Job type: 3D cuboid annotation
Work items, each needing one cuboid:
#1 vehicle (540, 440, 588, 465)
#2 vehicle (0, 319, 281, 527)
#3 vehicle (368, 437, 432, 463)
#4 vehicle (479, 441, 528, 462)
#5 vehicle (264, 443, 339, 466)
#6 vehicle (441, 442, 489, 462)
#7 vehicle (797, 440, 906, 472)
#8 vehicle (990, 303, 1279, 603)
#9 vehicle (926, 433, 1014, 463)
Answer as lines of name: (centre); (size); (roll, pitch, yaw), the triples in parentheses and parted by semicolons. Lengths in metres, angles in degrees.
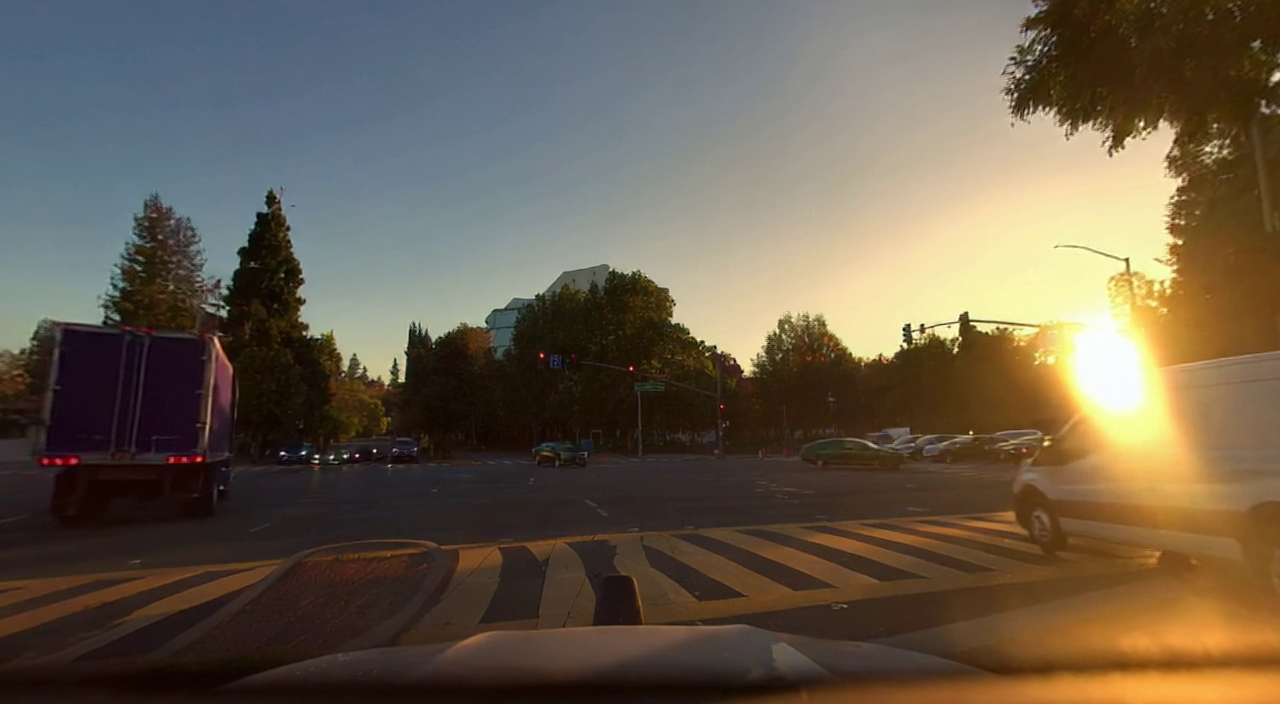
vehicle: (-4.935, 6.428, 40.456); (2.086, 1.487, 4.846); (3, -9, -18)
vehicle: (-9.844, 1.589, 13.496); (3.112, 3.230, 6.726); (5, -9, -25)
vehicle: (-17.384, 7.148, 46.005); (2.189, 1.753, 4.785); (-1, -9, 8)
vehicle: (-10.148, 7.464, 47.384); (2.097, 1.484, 4.596); (-1, -9, 7)
vehicle: (-21.831, 6.640, 40.986); (1.859, 1.415, 4.591); (-1, -9, 8)
vehicle: (-13.191, 7.595, 47.859); (1.845, 1.426, 4.289); (-1, -9, 8)
vehicle: (9.812, 4.866, 29.604); (4.487, 1.415, 1.911); (-1, -9, 7)
vehicle: (6.544, 1.065, 6.779); (2.332, 2.511, 5.326); (0, -9, -2)
vehicle: (20.051, 5.809, 38.294); (5.244, 1.717, 1.897); (4, -10, -26)
